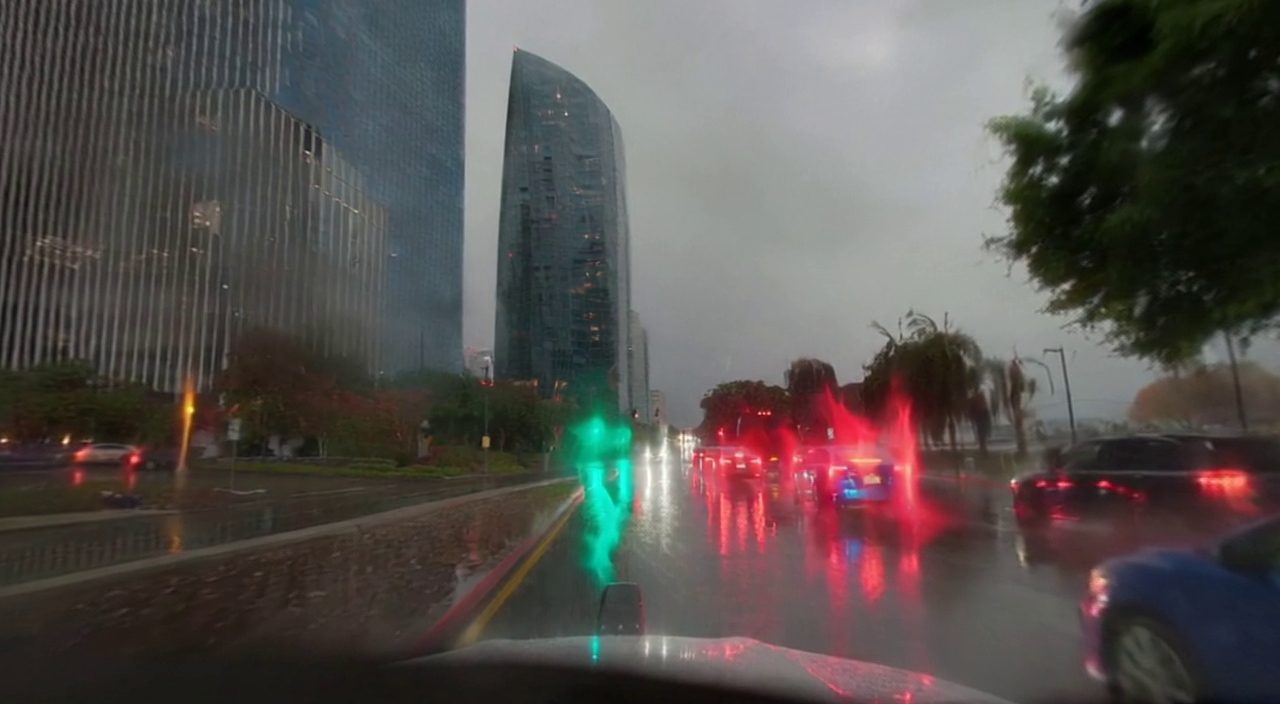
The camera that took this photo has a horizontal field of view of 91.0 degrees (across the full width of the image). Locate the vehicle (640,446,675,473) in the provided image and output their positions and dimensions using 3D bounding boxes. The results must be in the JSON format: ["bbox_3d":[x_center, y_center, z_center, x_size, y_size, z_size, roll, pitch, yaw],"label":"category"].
[{"bbox_3d":[1.223,7.214,42.409,2.121,1.728,4.161,-1,-9,4],"label":"vehicle"}]

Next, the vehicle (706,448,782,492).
[{"bbox_3d":[4.031,4.627,25.070,2.183,1.553,3.923,0,-9,-3],"label":"vehicle"}]

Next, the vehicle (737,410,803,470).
[{"bbox_3d":[8.954,6.418,45.209,3.128,3.616,13.736,-1,-9,6],"label":"vehicle"}]

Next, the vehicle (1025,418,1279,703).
[{"bbox_3d":[3.196,0.932,1.839,2.032,1.490,3.871,-1,-9,7],"label":"vehicle"}]

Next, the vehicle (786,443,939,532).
[{"bbox_3d":[4.655,2.858,14.083,2.089,1.609,4.922,-1,-9,6],"label":"vehicle"}]
